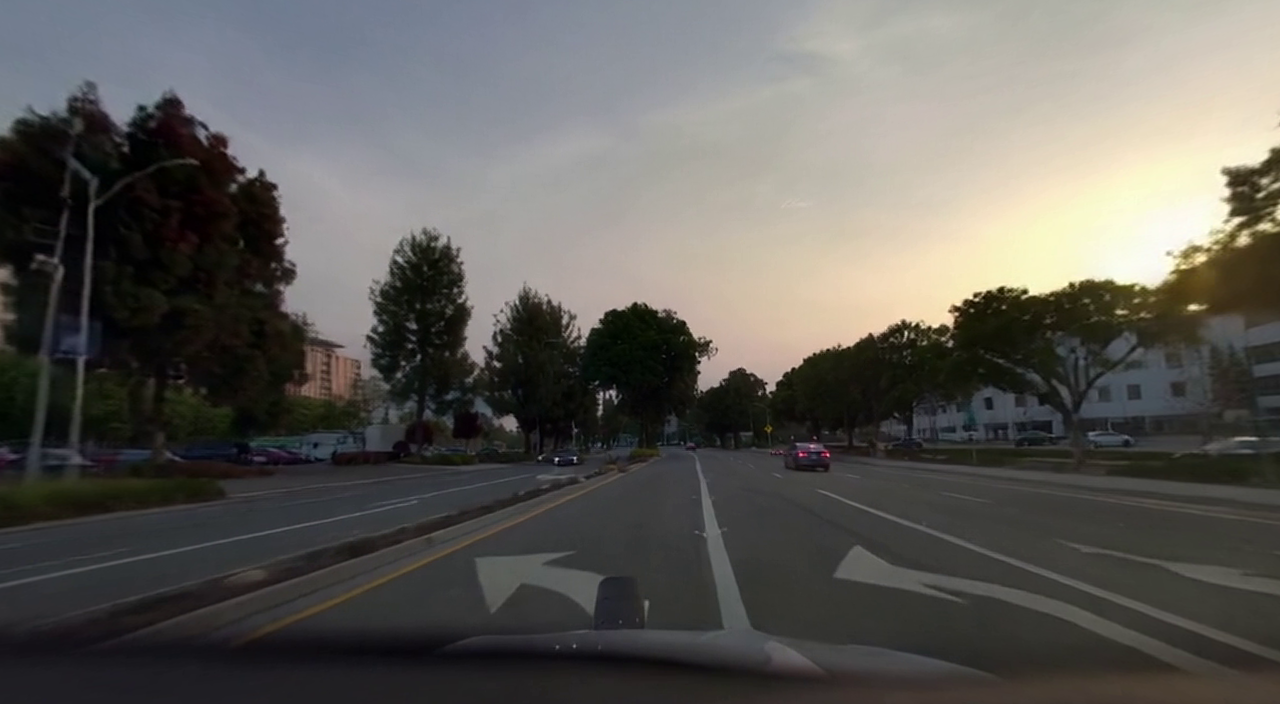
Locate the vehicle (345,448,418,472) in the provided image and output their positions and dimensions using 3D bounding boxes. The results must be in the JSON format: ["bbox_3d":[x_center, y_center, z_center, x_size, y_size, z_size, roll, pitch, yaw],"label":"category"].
[{"bbox_3d":[-17.481,7.325,42.838,4.259,1.396,1.815,-4,-8,8],"label":"vehicle"}]

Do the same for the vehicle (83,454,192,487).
[{"bbox_3d":[-24.773,5.823,31.368,1.786,1.429,4.101,-1,-8,5],"label":"vehicle"}]

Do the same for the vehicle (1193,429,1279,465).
[{"bbox_3d":[25.555,3.885,25.996,3.881,1.410,1.702,-1,-8,2],"label":"vehicle"}]

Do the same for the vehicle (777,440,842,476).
[{"bbox_3d":[8.275,5.188,31.241,2.181,1.639,4.127,-1,-8,3],"label":"vehicle"}]

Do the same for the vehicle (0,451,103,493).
[{"bbox_3d":[-29.761,5.877,31.379,1.921,1.778,4.622,0,-8,2],"label":"vehicle"}]

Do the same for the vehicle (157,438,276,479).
[{"bbox_3d":[-25.377,6.402,38.023,5.472,2.114,2.482,-3,-9,4],"label":"vehicle"}]

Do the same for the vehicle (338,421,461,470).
[{"bbox_3d":[-18.340,7.197,48.505,8.324,3.550,2.670,-1,-9,3],"label":"vehicle"}]
